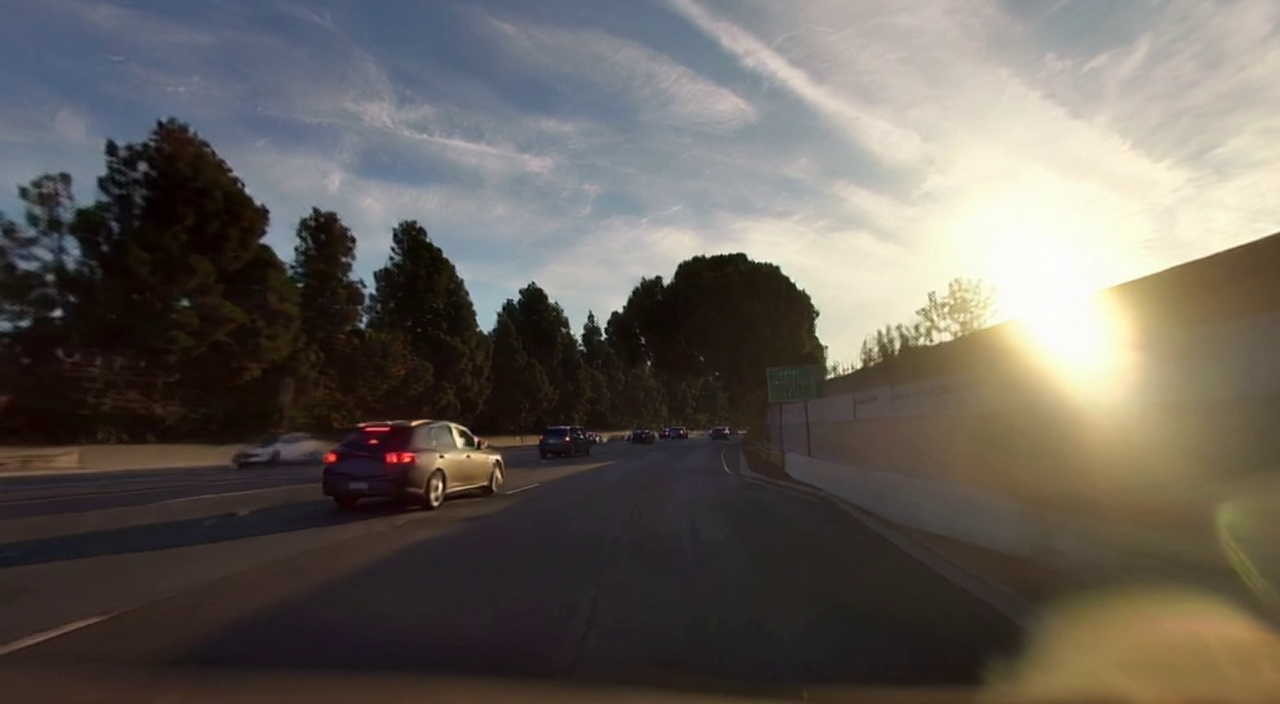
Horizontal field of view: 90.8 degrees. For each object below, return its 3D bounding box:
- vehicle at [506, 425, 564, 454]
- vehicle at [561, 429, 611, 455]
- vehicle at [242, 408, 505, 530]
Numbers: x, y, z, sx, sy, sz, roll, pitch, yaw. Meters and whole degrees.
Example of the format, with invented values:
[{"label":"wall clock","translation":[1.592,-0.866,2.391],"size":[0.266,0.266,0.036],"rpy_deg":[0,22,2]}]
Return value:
[{"label":"vehicle","translation":[-6.630,5.600,40.503],"size":[2.089,1.736,4.662],"rpy_deg":[-2,-8,12]},{"label":"vehicle","translation":[-3.211,5.485,38.546],"size":[1.860,1.442,4.332],"rpy_deg":[-2,-8,11]},{"label":"vehicle","translation":[-4.188,1.938,11.031],"size":[2.082,1.638,4.644],"rpy_deg":[-2,-8,8]}]
